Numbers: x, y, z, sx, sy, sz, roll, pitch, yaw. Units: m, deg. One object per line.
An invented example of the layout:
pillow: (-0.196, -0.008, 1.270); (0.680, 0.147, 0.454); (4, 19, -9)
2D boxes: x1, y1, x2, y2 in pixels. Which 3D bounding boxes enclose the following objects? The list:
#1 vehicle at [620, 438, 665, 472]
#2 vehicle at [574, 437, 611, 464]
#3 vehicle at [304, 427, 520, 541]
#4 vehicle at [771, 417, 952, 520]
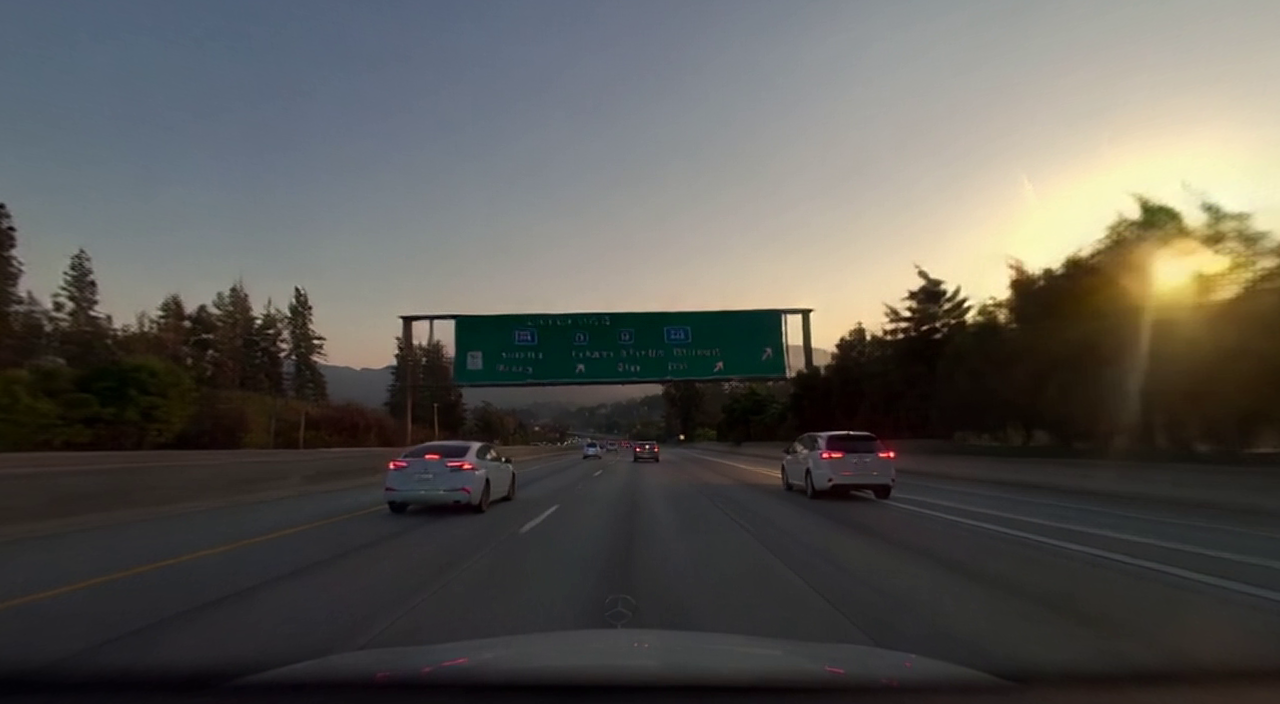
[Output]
vehicle: (0.143, 5.044, 31.097); (2.049, 1.542, 3.816); (0, -8, 1)
vehicle: (-3.065, 6.443, 41.189); (2.044, 1.682, 4.201); (-1, -8, 1)
vehicle: (-3.601, 2.160, 11.016); (2.066, 1.561, 4.495); (0, -8, 1)
vehicle: (4.212, 2.281, 12.837); (2.025, 1.707, 4.279); (0, -8, -1)
